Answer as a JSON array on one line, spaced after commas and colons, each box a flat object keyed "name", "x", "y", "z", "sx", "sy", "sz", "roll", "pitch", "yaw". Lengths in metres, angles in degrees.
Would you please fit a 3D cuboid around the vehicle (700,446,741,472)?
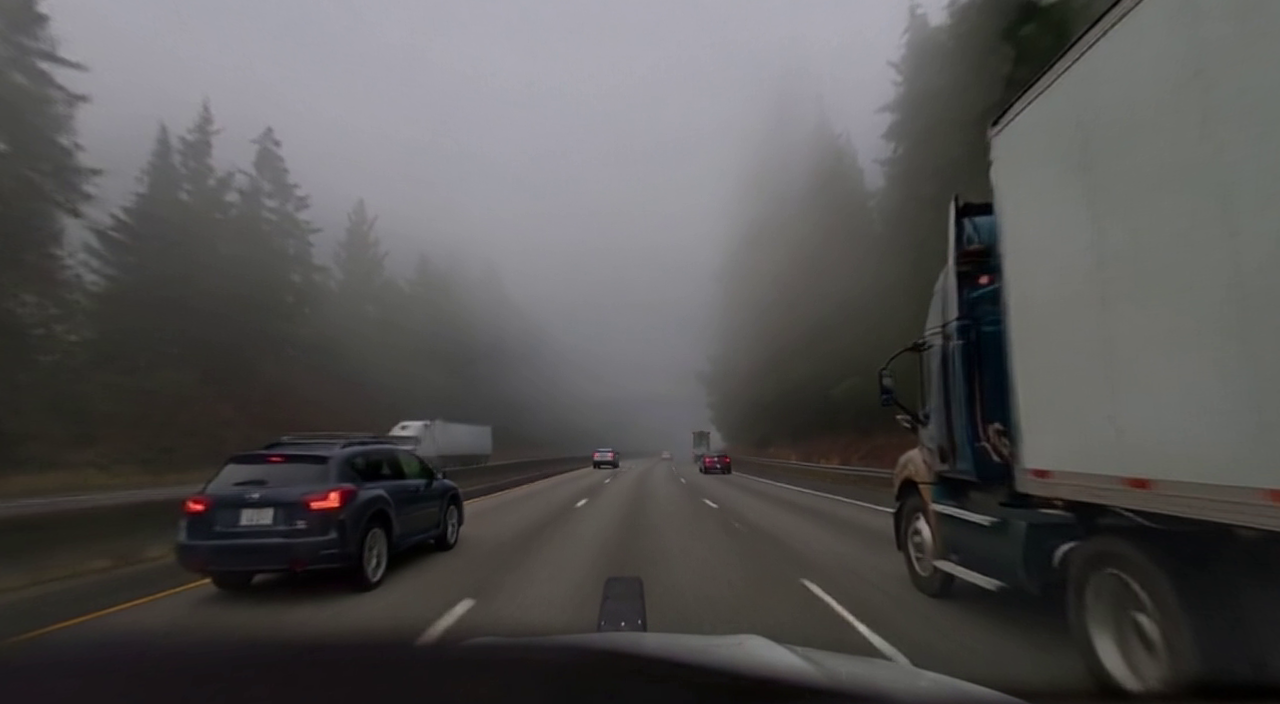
[{"name": "vehicle", "x": 5.155, "y": 6.914, "z": 40.812, "sx": 2.176, "sy": 1.598, "sz": 3.878, "roll": 0, "pitch": -9, "yaw": 1}]

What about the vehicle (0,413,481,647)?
[{"name": "vehicle", "x": -3.365, "y": 1.556, "z": 6.631, "sx": 2.085, "sy": 1.530, "sz": 4.809, "roll": 0, "pitch": -9, "yaw": 1}]

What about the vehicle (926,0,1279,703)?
[{"name": "vehicle", "x": 4.315, "y": -0.667, "z": 0.521, "sx": 2.914, "sy": 3.998, "sz": 11.103, "roll": 0, "pitch": -9, "yaw": 0}]

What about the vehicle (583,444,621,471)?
[{"name": "vehicle", "x": -2.420, "y": 6.897, "z": 41.291, "sx": 2.017, "sy": 1.683, "sz": 4.309, "roll": 0, "pitch": -9, "yaw": 2}]
